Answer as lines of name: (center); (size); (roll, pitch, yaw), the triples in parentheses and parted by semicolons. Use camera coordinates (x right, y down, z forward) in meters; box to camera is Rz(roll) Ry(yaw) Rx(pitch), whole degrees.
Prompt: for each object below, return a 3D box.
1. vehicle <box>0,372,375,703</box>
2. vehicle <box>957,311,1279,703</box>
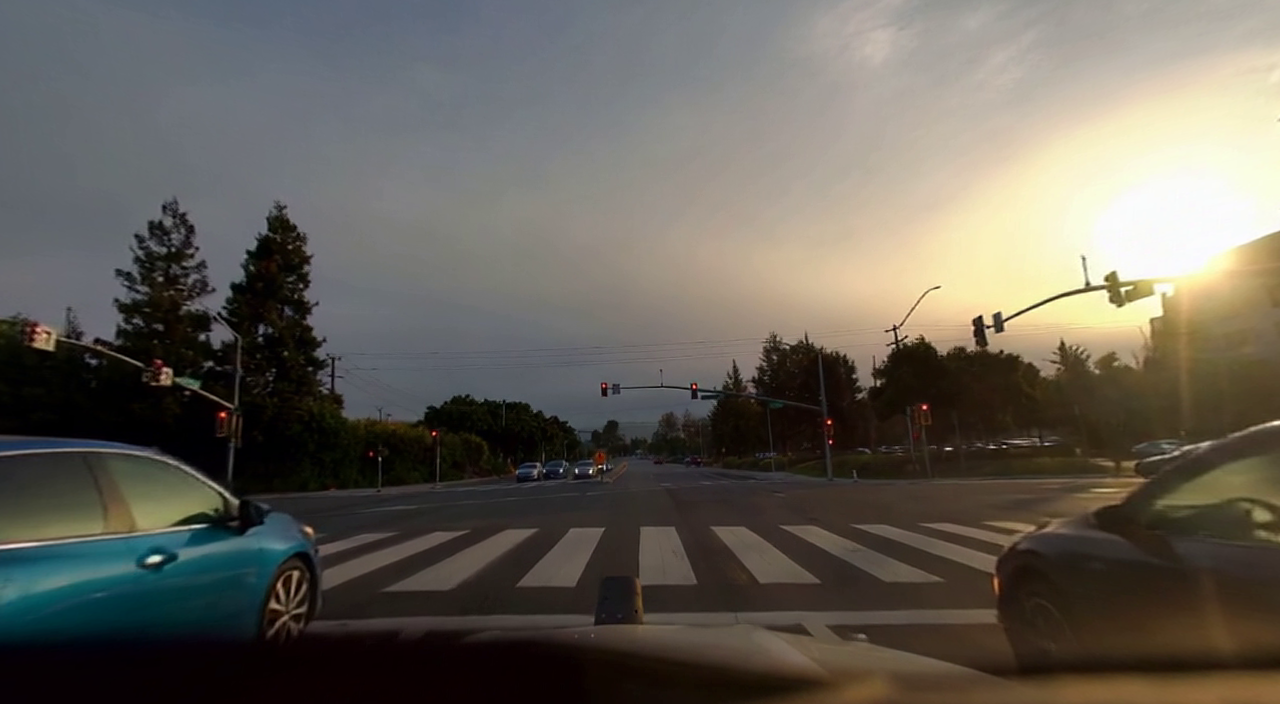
vehicle: (-2.997, 0.947, 2.777); (1.969, 1.513, 3.773); (0, -9, 1)
vehicle: (2.865, 0.653, 1.309); (2.099, 1.671, 4.491); (0, -9, 1)
